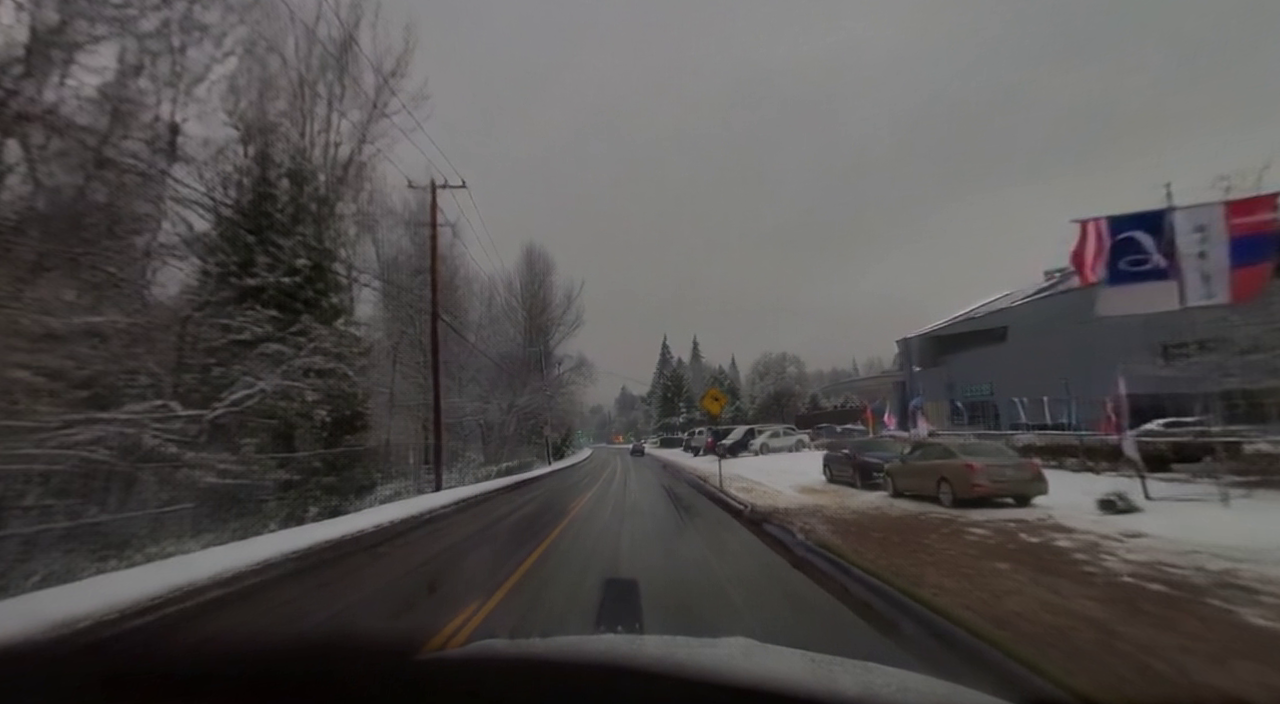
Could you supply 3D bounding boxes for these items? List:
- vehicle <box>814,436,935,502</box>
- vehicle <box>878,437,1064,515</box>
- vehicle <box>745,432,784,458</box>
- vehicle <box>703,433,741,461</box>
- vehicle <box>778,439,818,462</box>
[{"bbox_3d":[6.986,3.463,19.276,1.961,1.648,4.260,-2,-7,-1],"label":"vehicle"},{"bbox_3d":[7.303,2.752,14.445,1.909,1.496,4.079,0,-9,-2],"label":"vehicle"},{"bbox_3d":[8.555,6.477,43.613,1.924,1.713,4.627,-1,-9,2],"label":"vehicle"},{"bbox_3d":[5.754,6.757,44.509,1.977,1.860,4.237,0,-9,-2],"label":"vehicle"},{"bbox_3d":[11.050,6.888,44.105,1.819,1.494,3.834,0,-9,0],"label":"vehicle"}]
